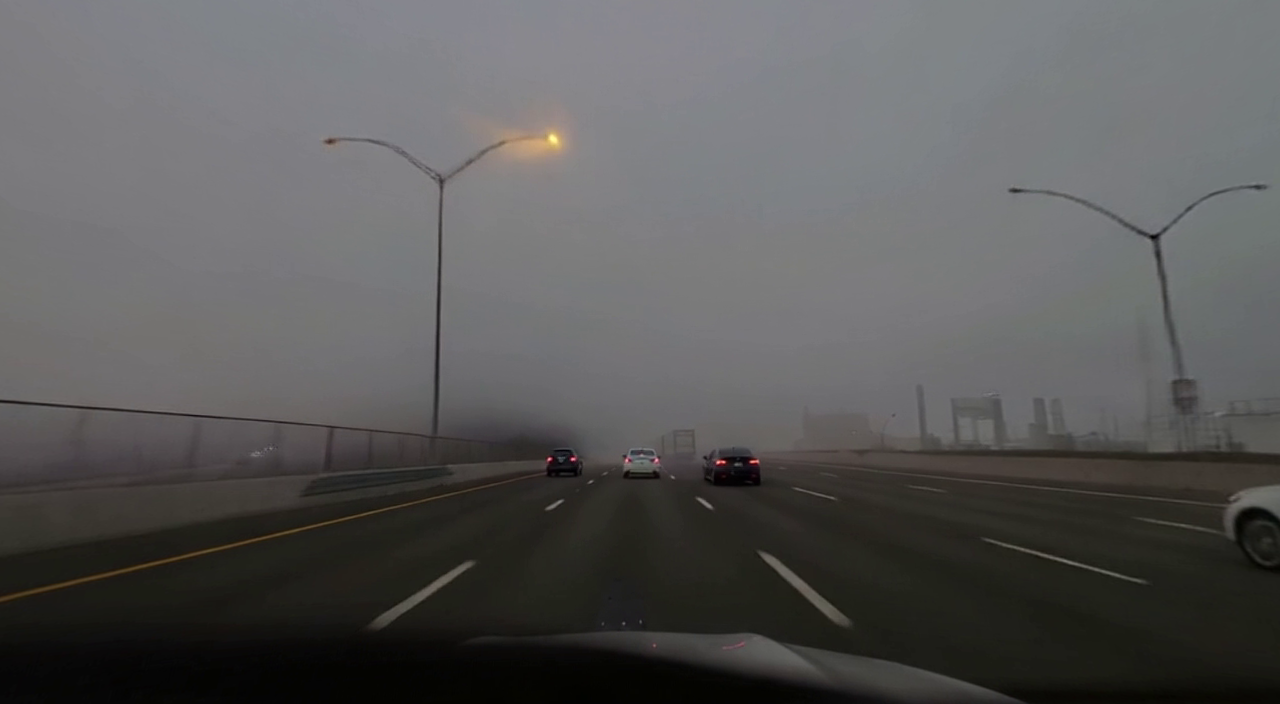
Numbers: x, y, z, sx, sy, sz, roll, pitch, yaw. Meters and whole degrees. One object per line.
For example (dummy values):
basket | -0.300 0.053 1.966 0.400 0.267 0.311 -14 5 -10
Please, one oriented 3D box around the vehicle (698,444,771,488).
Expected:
vehicle | 3.366 4.121 23.243 1.942 1.453 4.329 0 -8 -1

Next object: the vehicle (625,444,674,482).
vehicle | 0.416 5.047 29.078 2.067 1.555 4.851 0 -8 0

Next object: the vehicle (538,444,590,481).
vehicle | -3.699 5.405 31.272 2.036 1.669 4.112 0 -8 1
